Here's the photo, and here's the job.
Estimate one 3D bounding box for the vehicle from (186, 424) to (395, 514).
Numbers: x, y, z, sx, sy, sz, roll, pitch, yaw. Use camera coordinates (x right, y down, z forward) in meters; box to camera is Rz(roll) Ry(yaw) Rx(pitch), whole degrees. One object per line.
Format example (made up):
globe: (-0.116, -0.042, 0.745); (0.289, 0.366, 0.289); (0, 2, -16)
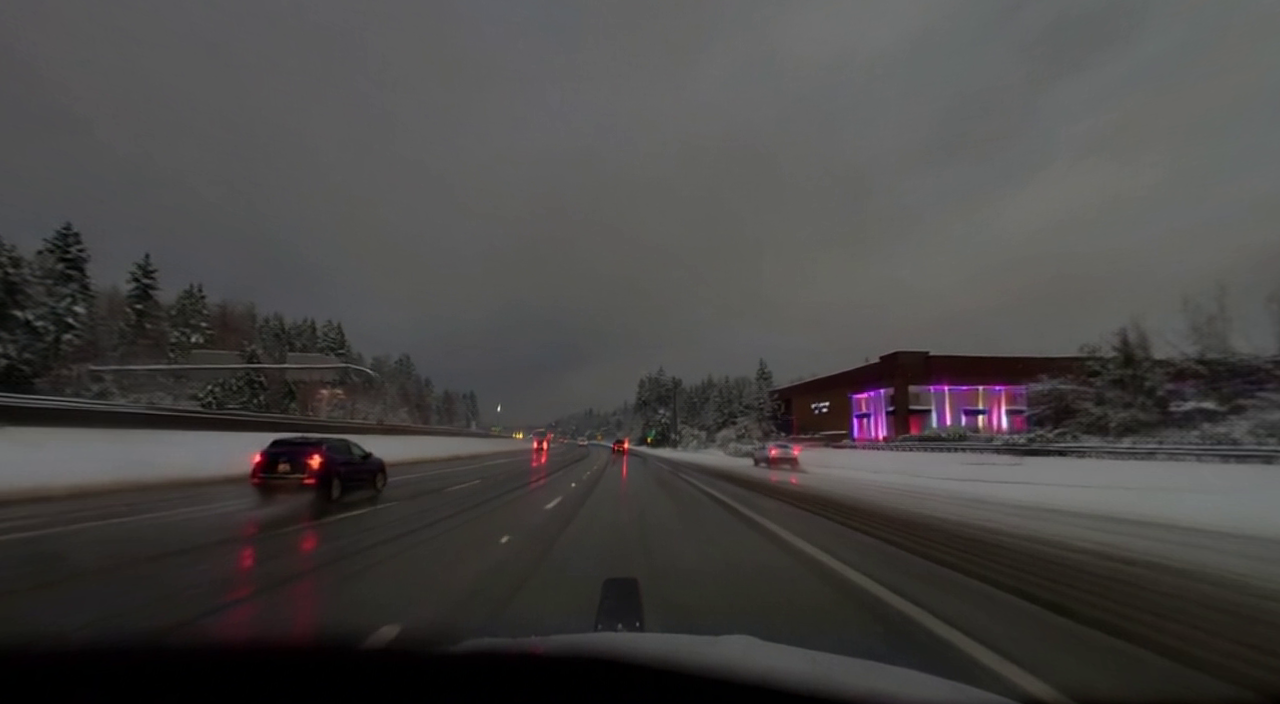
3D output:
vehicle: (-7.598, 2.596, 14.493); (2.030, 1.672, 4.913); (0, -9, -1)

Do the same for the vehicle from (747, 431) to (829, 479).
vehicle: (5.917, 4.179, 25.851); (2.023, 1.782, 4.193); (1, -9, -5)
